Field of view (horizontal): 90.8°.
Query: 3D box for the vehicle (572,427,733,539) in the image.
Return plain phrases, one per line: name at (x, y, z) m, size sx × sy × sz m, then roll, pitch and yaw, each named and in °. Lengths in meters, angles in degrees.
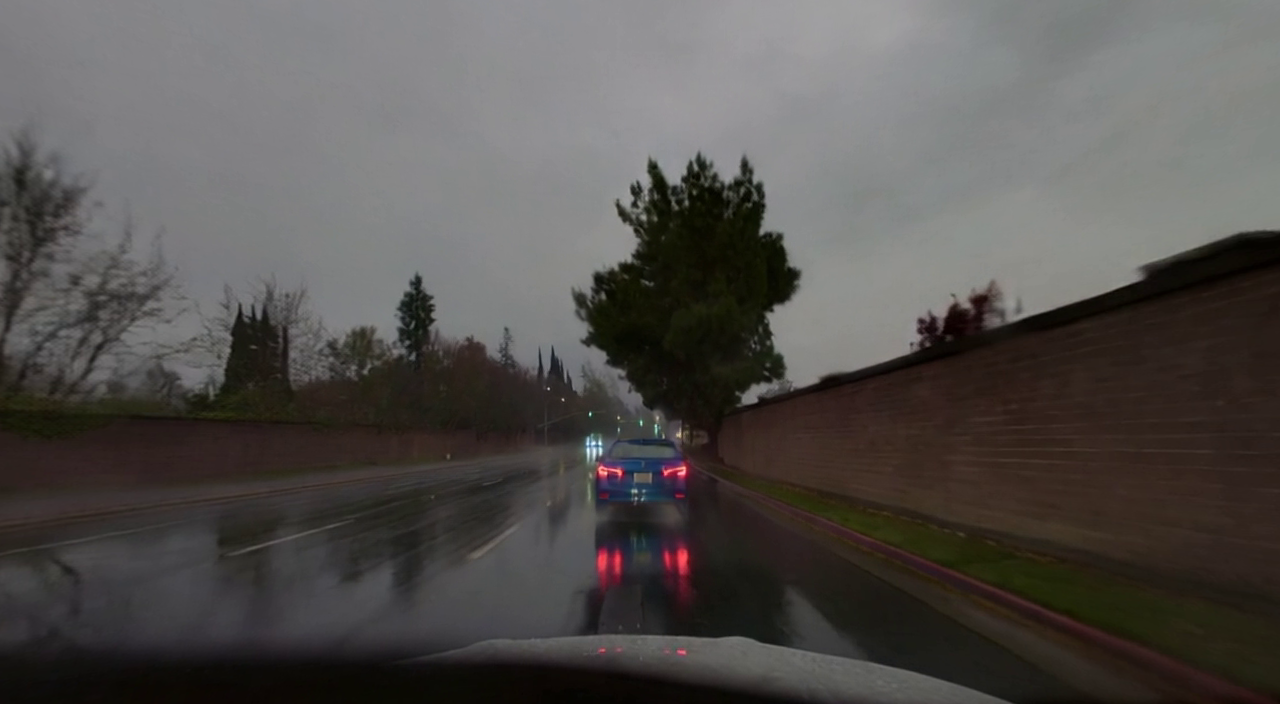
vehicle at (0.132, 2.104, 10.821) m, size 2.205 × 1.509 × 4.272 m, roll 0°, pitch -8°, yaw -1°
